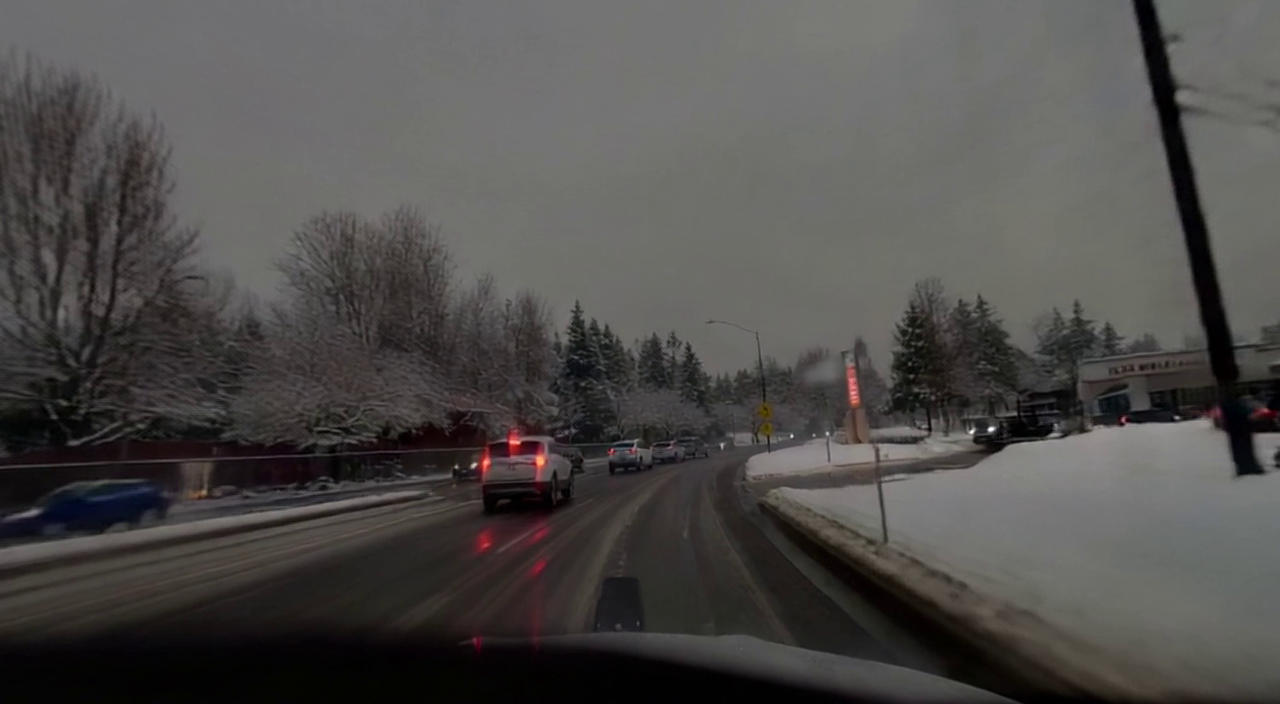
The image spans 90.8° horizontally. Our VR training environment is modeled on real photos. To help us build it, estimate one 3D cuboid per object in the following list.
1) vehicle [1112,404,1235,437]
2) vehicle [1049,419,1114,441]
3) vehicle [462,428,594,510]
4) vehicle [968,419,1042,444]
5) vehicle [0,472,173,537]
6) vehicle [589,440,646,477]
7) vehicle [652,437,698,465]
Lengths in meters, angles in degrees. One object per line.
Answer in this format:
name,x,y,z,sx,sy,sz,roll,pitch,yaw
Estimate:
vehicle,29.839,3.901,35.501,1.910,1.652,4.755,4,-10,-28
vehicle,30.340,5.395,43.389,4.106,1.450,1.901,4,-10,-27
vehicle,-2.823,3.075,17.106,2.168,1.783,4.695,-4,-9,7
vehicle,27.446,5.999,47.506,4.982,1.789,2.303,4,-9,-26
vehicle,-17.381,4.721,19.825,1.861,1.482,4.434,-7,-9,6
vehicle,-1.032,5.268,31.481,2.002,1.664,4.113,-2,-9,11
vehicle,2.543,7.036,45.111,2.167,1.832,4.679,-3,-9,17
